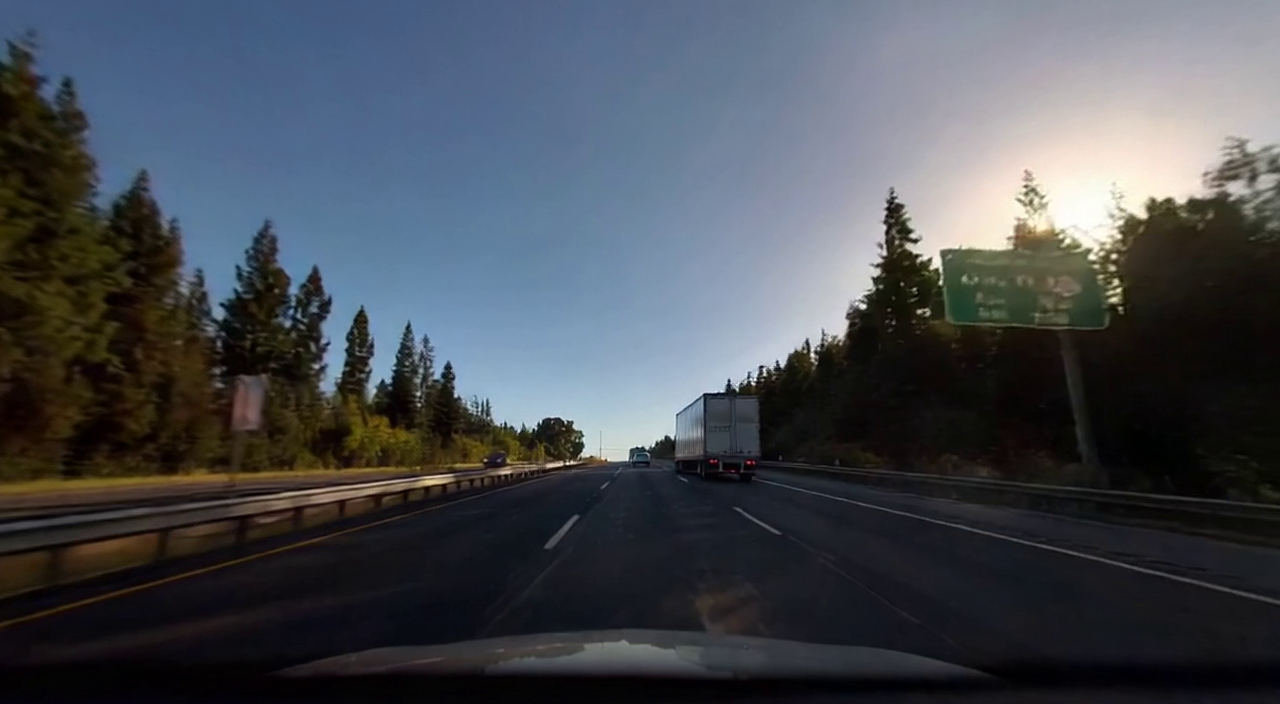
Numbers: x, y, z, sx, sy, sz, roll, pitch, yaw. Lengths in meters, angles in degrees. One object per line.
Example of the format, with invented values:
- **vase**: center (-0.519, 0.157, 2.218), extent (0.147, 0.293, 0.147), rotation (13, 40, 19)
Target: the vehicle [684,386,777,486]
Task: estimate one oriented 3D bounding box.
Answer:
- **vehicle**: center (4.097, 4.257, 31.141), extent (3.117, 3.971, 10.593), rotation (1, -9, 1)
